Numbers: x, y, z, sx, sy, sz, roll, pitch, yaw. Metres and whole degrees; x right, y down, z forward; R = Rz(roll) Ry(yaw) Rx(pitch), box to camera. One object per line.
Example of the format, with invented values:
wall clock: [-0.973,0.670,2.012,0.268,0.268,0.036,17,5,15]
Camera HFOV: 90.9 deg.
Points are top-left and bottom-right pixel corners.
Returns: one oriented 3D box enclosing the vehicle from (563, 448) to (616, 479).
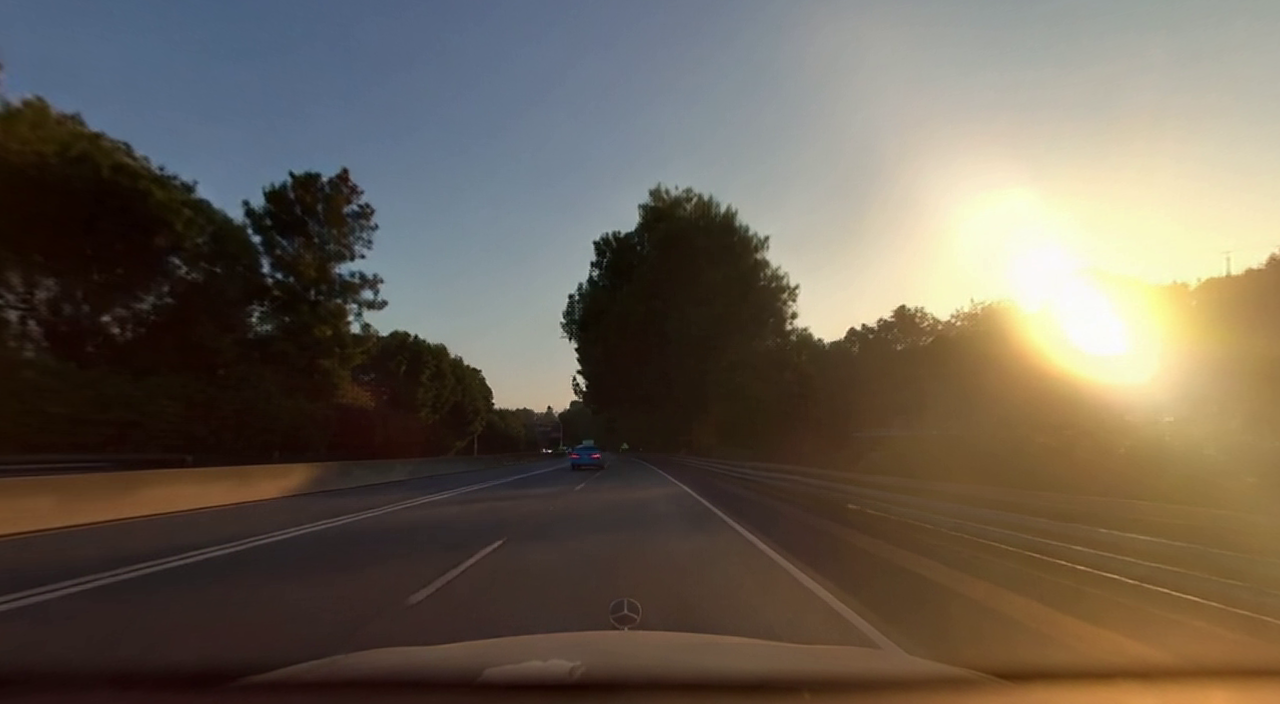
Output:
vehicle: [-2.453,5.569,31.701,2.126,1.411,4.433,0,-9,2]
